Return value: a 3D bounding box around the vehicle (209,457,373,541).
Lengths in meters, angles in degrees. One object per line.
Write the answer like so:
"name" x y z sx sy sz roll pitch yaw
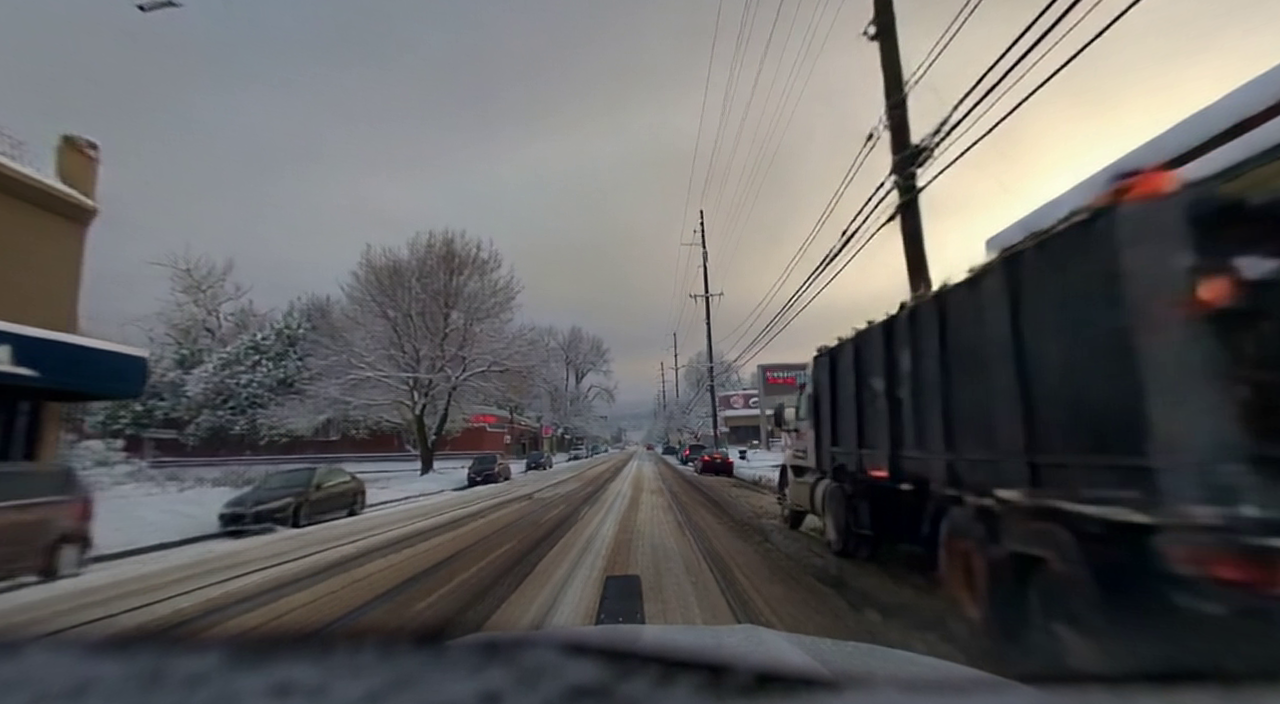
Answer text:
"vehicle" -7.776 3.256 14.538 1.678 1.468 3.706 -4 -9 0

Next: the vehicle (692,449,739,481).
"vehicle" 3.948 6.006 33.834 1.990 1.521 4.693 0 -8 0

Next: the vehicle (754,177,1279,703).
"vehicle" 3.935 1.029 7.800 3.011 3.127 8.608 -3 -7 -2

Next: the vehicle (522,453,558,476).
"vehicle" -7.388 8.304 46.833 1.872 1.455 4.350 -4 -8 0

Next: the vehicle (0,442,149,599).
"vehicle" -7.750 1.817 6.611 1.882 1.639 4.187 -3 -9 0

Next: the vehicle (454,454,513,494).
"vehicle" -7.538 5.876 30.786 1.787 1.543 4.052 -3 -8 1
